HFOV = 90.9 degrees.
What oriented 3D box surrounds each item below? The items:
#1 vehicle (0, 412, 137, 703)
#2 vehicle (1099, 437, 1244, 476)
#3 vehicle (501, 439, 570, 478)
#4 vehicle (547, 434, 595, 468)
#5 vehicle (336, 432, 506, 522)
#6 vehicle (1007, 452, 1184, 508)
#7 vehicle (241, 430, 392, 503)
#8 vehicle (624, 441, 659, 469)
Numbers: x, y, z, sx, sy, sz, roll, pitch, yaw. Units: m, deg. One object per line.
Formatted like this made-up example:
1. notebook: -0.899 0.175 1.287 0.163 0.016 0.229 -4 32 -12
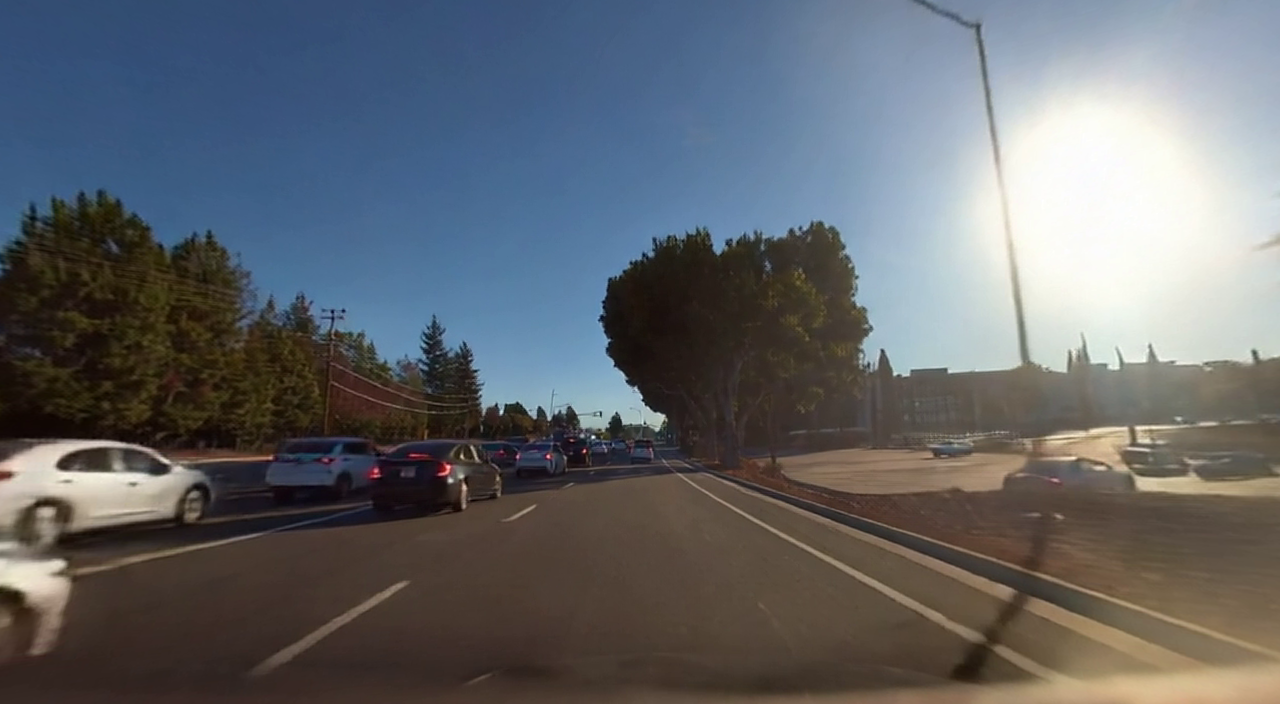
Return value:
1. vehicle: -4.308 0.867 1.859 1.904 1.496 4.481 -1 -8 1
2. vehicle: 28.145 5.535 33.537 5.741 1.952 2.128 0 -8 -2
3. vehicle: -4.143 4.309 25.786 1.975 1.447 4.356 -1 -8 2
4. vehicle: -3.779 5.513 35.232 2.130 1.749 4.904 0 -8 0
5. vehicle: -4.198 2.450 12.951 1.871 1.502 4.240 -1 -8 1
6. vehicle: 14.824 4.161 20.717 4.265 1.693 1.902 0 -8 0
7. vehicle: -7.771 2.759 15.601 1.766 1.553 3.696 0 -8 0
8. vehicle: 0.093 5.779 35.676 1.875 1.453 3.888 0 -8 0
